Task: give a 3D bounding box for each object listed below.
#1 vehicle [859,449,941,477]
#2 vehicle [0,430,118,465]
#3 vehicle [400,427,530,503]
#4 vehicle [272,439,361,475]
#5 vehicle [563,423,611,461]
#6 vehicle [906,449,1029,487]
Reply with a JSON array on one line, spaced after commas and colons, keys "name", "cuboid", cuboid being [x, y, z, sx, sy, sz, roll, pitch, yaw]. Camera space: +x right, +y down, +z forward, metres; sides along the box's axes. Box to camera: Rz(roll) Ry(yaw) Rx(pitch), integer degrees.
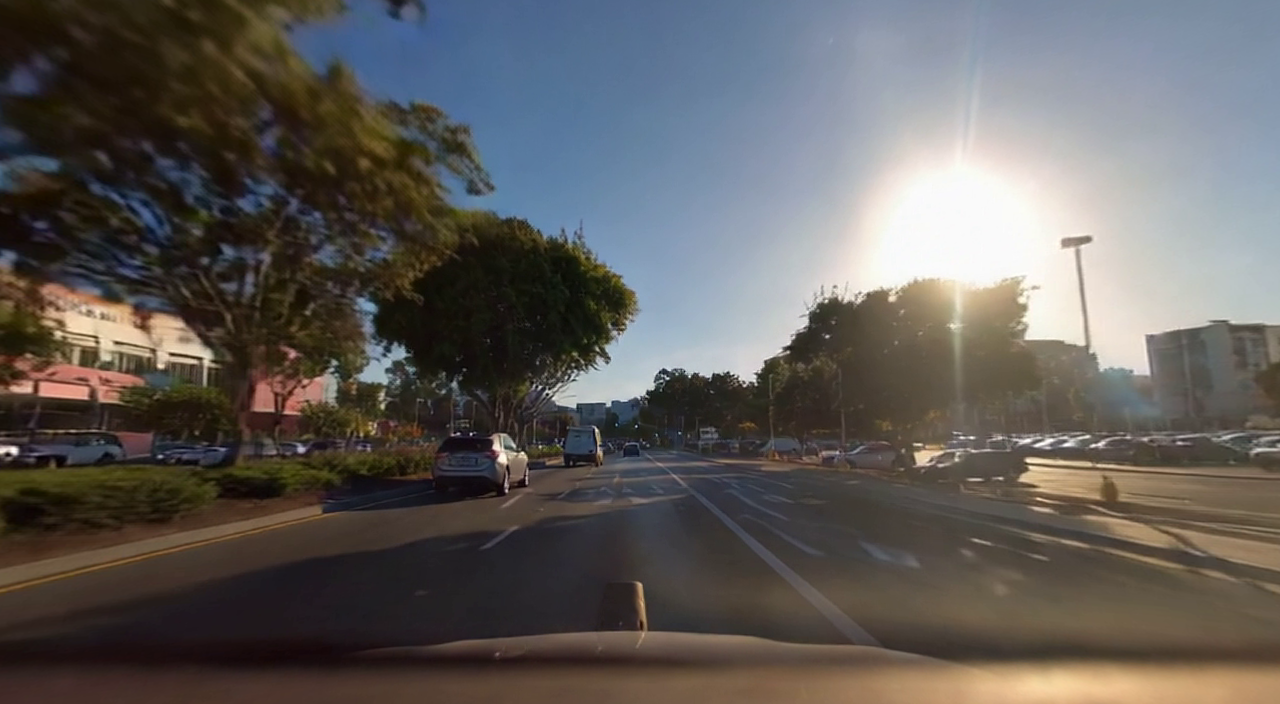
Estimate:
[{"name": "vehicle", "cuboid": [16.722, 7.154, 40.647, 4.413, 1.659, 1.913, 0, -8, -1]}, {"name": "vehicle", "cuboid": [-43.612, 7.123, 47.065, 7.001, 2.479, 2.370, 0, -9, 2]}, {"name": "vehicle", "cuboid": [-4.305, 2.843, 16.265, 2.109, 1.672, 4.256, 0, -8, 0]}, {"name": "vehicle", "cuboid": [-16.367, 5.326, 32.136, 2.104, 1.689, 4.476, 0, -8, 1]}, {"name": "vehicle", "cuboid": [-3.700, 6.551, 45.723, 2.917, 2.524, 6.990, 0, -8, 0]}, {"name": "vehicle", "cuboid": [16.642, 5.909, 32.197, 5.041, 1.803, 2.182, -1, -9, 1]}]
